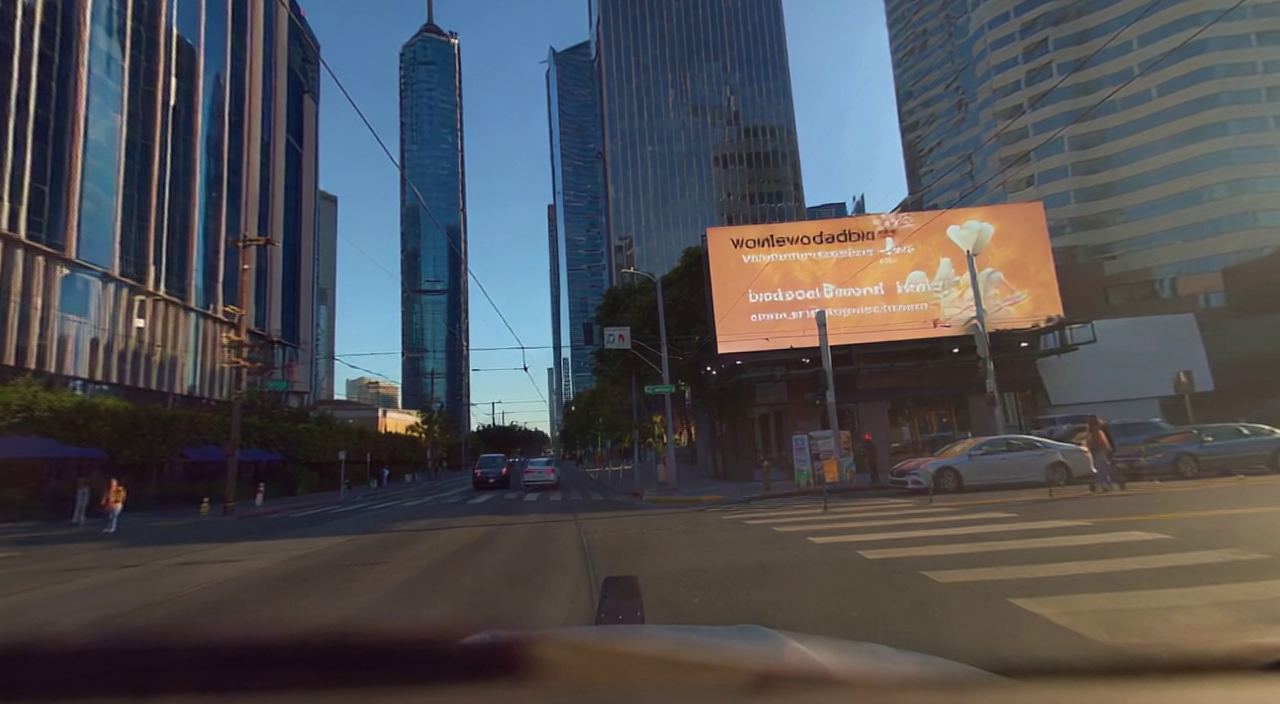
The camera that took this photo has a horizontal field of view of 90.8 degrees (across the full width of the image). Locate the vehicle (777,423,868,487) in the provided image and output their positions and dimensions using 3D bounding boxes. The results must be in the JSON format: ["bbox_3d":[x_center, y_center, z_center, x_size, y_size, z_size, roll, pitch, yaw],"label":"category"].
[{"bbox_3d":[7.477,4.208,26.436,2.316,2.425,4.466,1,-7,-2],"label":"vehicle"}]

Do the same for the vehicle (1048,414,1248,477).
[{"bbox_3d":[16.681,3.103,20.915,4.944,1.946,1.952,1,-9,-3],"label":"vehicle"}]

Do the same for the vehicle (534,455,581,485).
[{"bbox_3d":[-4.574,6.577,35.523,1.797,1.490,4.549,0,-9,3],"label":"vehicle"}]

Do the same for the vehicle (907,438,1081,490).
[{"bbox_3d":[11.318,3.587,20.365,4.697,1.510,1.596,0,-9,-5],"label":"vehicle"}]

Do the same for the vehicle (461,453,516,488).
[{"bbox_3d":[-8.552,6.691,36.015,2.121,1.792,4.510,0,-9,-2],"label":"vehicle"}]
